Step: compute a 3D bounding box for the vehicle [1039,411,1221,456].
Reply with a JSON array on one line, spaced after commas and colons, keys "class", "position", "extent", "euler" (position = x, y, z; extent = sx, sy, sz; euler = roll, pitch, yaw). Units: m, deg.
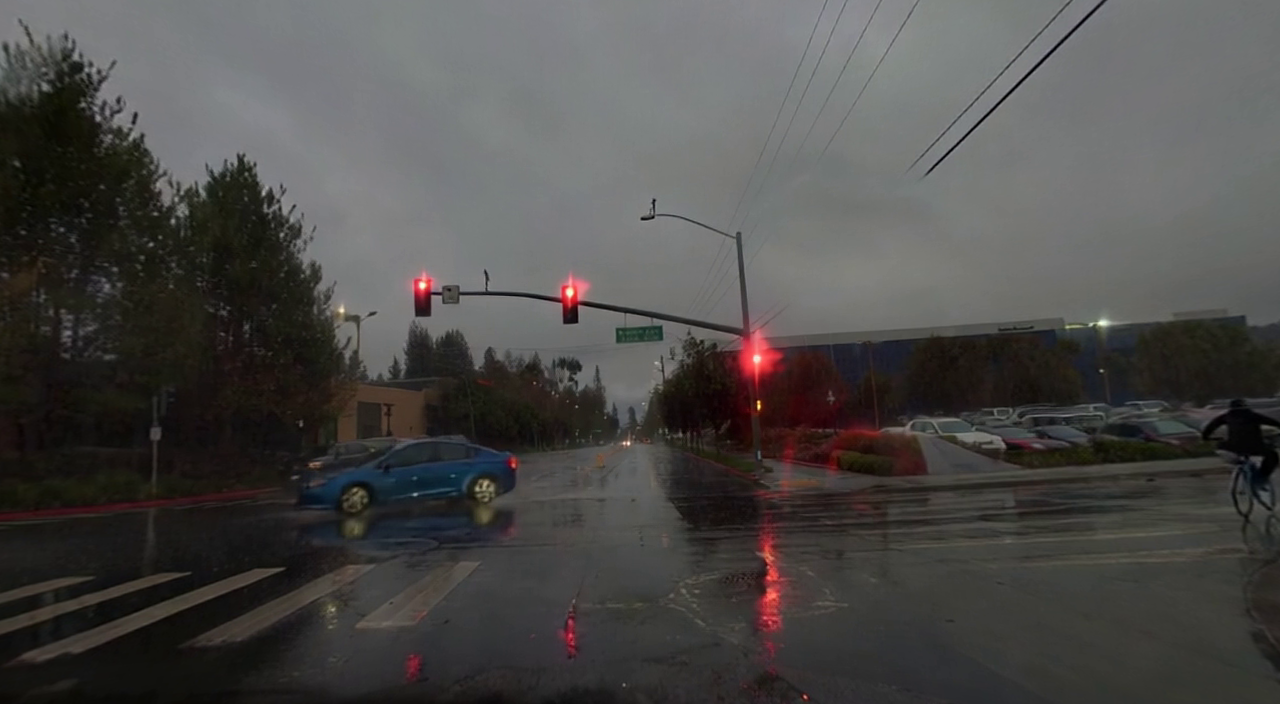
[{"class": "vehicle", "position": [16.921, 2.904, 22.114], "extent": [4.560, 1.453, 1.851], "euler": [-3, -9, 18]}]

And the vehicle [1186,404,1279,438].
[{"class": "vehicle", "position": [34.895, 4.024, 36.660], "extent": [4.326, 1.511, 1.725], "euler": [-8, -9, 17]}]

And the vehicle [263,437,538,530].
[{"class": "vehicle", "position": [-4.307, 2.323, 11.629], "extent": [4.385, 1.419, 1.855], "euler": [5, -10, -29]}]
